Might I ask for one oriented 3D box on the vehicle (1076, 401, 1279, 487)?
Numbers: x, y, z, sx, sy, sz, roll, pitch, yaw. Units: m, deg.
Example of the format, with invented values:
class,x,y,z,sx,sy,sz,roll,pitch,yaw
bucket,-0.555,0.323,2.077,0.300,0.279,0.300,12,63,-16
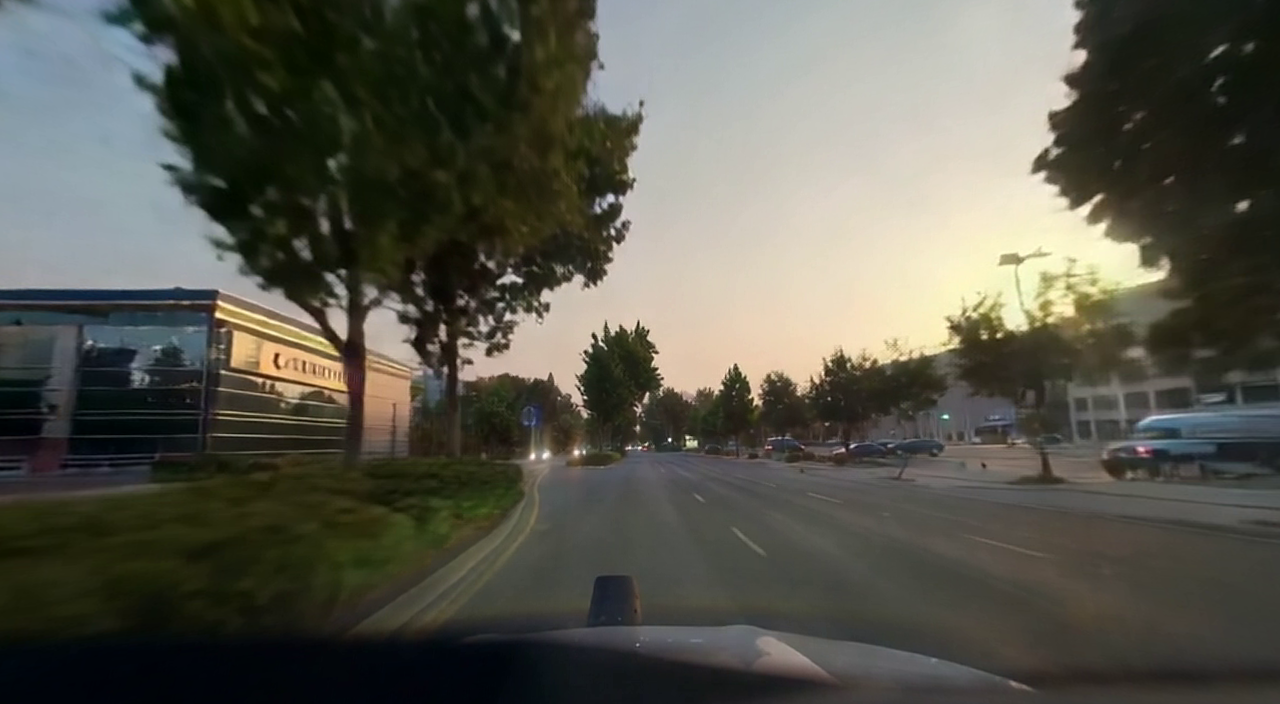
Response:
class,x,y,z,sx,sy,sz,roll,pitch,yaw
vehicle,22.076,3.578,24.736,7.634,3.061,2.777,-1,-8,0
